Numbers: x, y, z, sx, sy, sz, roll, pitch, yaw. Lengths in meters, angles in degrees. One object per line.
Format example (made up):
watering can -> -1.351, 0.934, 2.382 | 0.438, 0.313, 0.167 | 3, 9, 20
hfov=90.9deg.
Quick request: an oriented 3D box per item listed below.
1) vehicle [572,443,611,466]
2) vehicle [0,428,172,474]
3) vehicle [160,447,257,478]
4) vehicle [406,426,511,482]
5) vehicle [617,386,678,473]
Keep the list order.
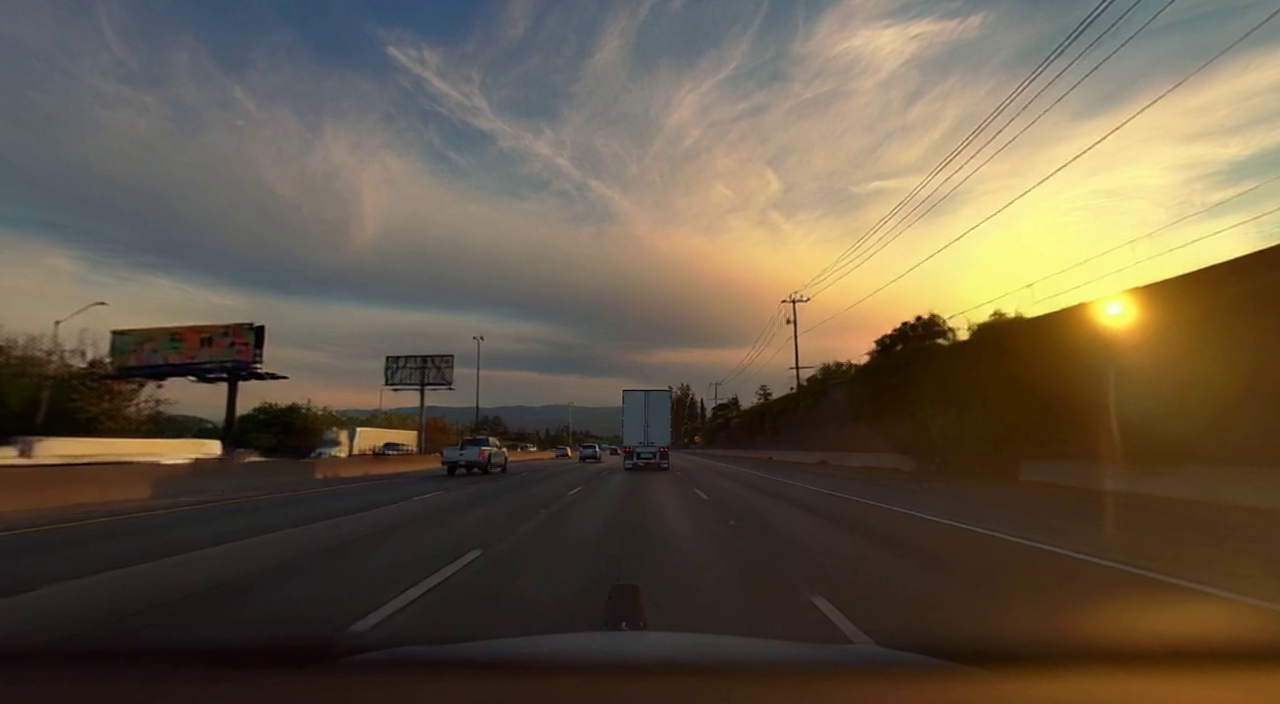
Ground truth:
vehicle -> -3.293, 7.038, 43.615 | 2.138, 1.469, 4.677 | -1, -8, 3
vehicle -> -32.864, 5.367, 34.329 | 2.683, 2.234, 16.264 | 0, -8, 0
vehicle -> -21.850, 5.562, 32.160 | 1.732, 1.442, 4.458 | 0, -8, 1
vehicle -> -6.987, 4.009, 25.076 | 2.263, 1.936, 5.802 | 0, -8, 2
vehicle -> 0.553, 4.449, 35.300 | 2.879, 4.027, 11.243 | 0, -8, 2
